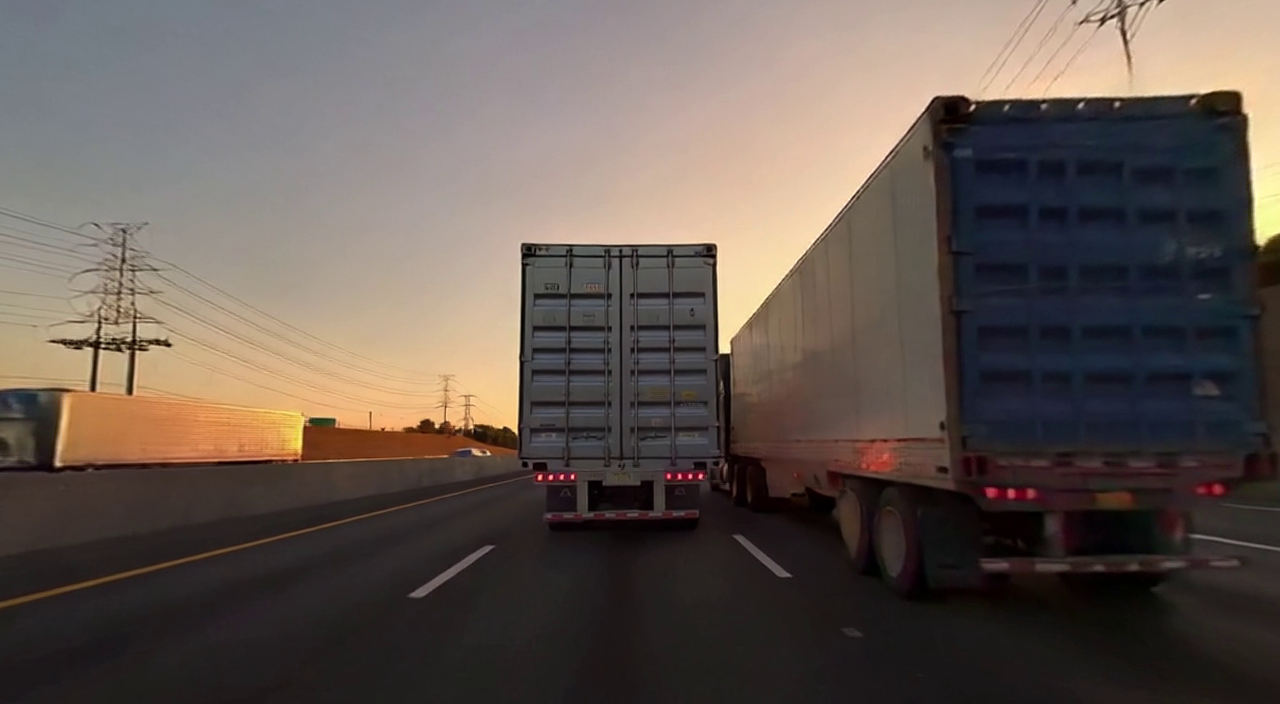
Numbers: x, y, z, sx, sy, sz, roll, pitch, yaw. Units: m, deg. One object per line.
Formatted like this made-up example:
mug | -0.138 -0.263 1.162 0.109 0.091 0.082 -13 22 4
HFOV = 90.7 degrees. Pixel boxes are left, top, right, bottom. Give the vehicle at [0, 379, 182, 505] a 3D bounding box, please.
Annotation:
vehicle | -20.288 3.114 21.549 3.024 3.645 8.371 0 -9 0

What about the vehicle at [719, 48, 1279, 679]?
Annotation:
vehicle | 3.610 0.891 10.474 2.797 4.023 13.066 0 -9 0

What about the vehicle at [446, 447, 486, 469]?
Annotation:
vehicle | -13.137 8.008 47.926 1.950 1.526 3.713 -1 -9 1

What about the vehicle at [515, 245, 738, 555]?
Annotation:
vehicle | -0.132 1.459 14.313 2.841 4.071 12.046 -1 -9 0
